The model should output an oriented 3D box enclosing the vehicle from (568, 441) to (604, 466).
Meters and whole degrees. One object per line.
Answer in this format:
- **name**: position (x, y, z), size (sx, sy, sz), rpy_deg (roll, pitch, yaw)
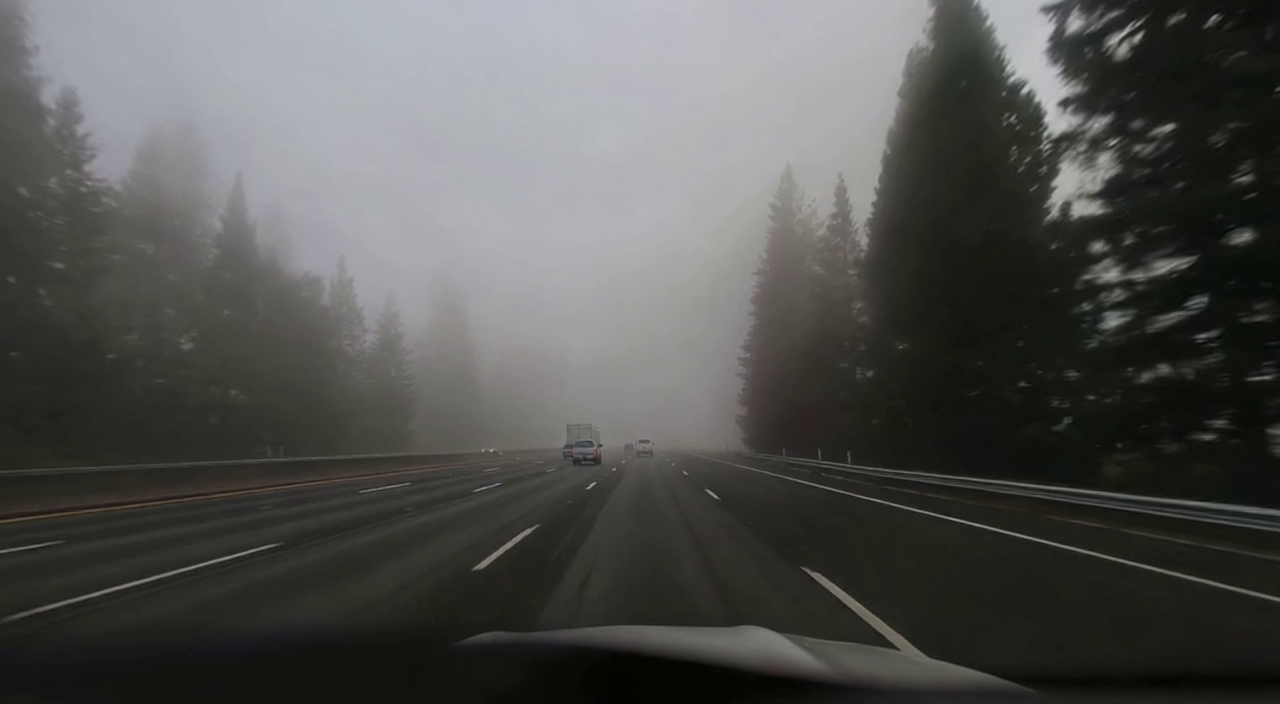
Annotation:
- **vehicle**: position (-3.547, 6.712, 41.890), size (1.993, 1.589, 3.898), rpy_deg (0, -8, 1)
